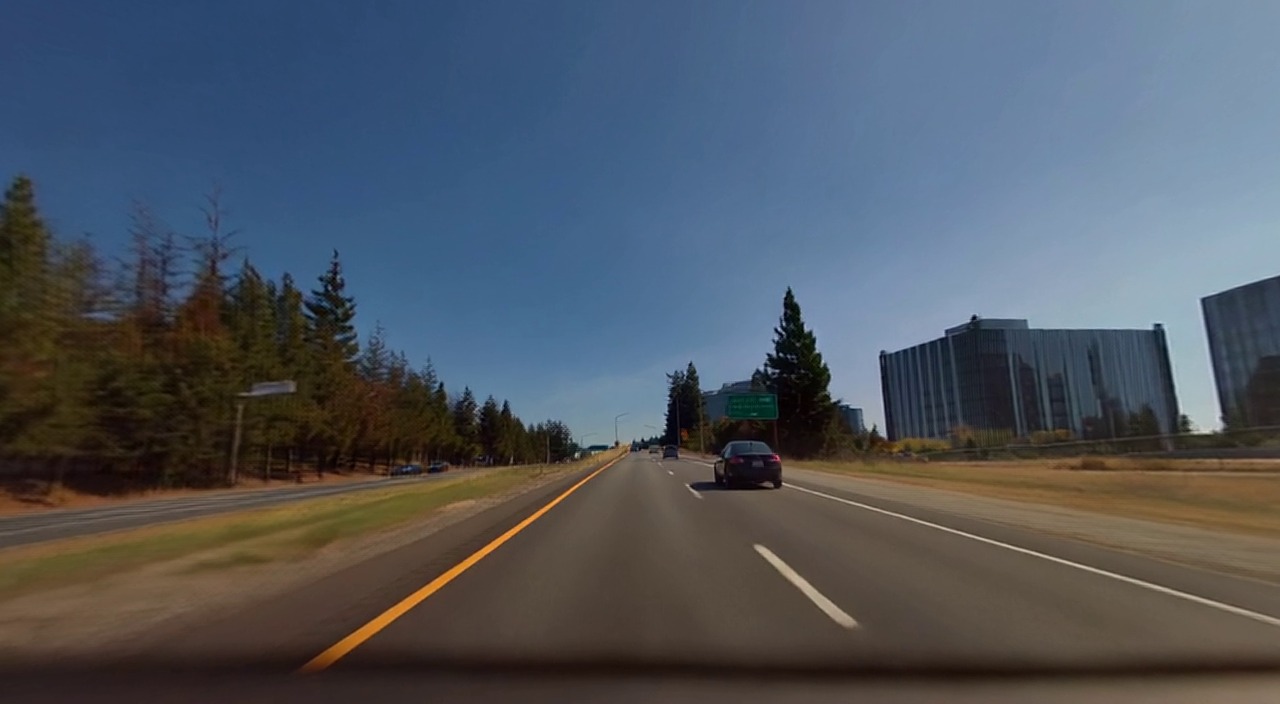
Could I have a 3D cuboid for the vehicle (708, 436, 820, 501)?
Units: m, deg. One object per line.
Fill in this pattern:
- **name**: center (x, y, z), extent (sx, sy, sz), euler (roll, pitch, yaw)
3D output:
- **vehicle**: center (3.215, 3.119, 17.347), extent (2.042, 1.518, 4.477), euler (0, -9, -1)
